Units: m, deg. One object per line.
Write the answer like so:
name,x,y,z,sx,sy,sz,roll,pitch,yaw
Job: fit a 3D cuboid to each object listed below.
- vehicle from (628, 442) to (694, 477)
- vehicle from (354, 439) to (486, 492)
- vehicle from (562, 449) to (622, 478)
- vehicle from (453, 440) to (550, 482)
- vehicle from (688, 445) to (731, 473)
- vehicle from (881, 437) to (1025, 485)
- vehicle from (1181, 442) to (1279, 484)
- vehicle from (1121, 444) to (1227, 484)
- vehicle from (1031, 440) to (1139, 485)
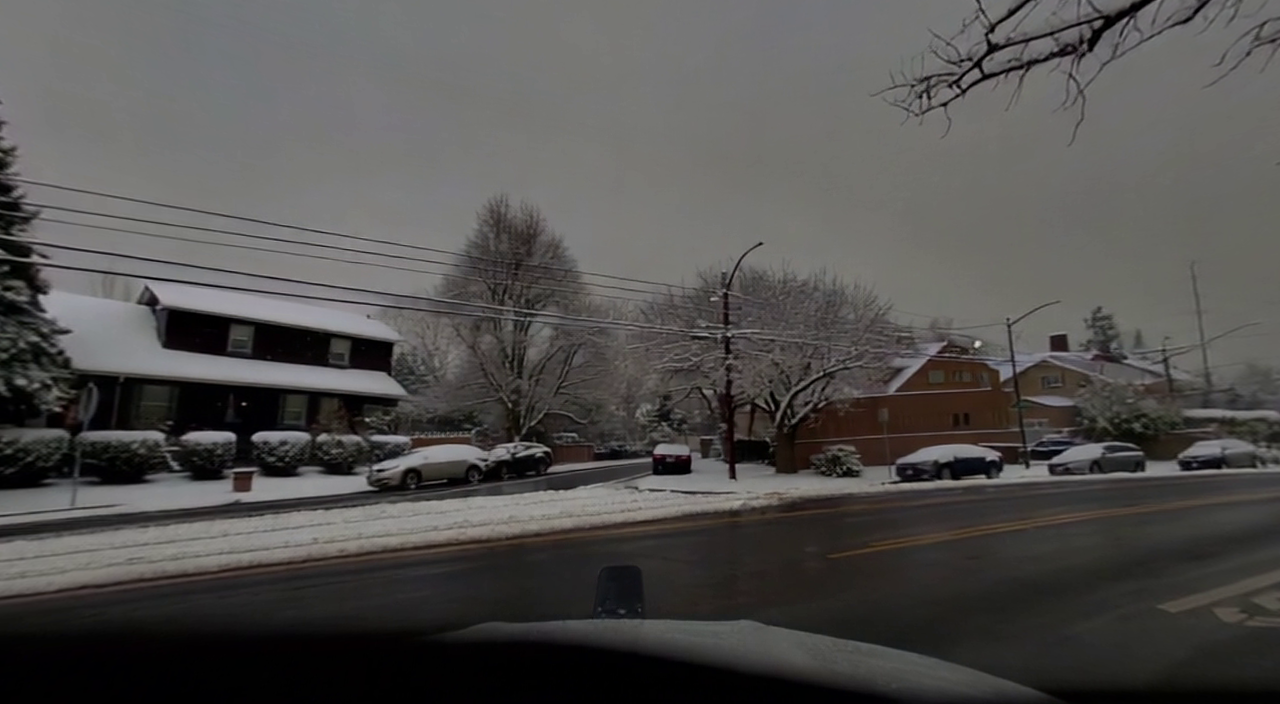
vehicle,1.097,5.219,30.892,1.981,1.579,4.446,-4,-9,19
vehicle,-8.834,4.594,26.082,2.152,1.877,5.701,-3,-9,17
vehicle,-3.242,7.691,43.835,2.287,1.830,5.343,-3,-9,18
vehicle,-6.847,5.484,32.066,2.283,1.909,5.692,-3,-9,17
vehicle,4.620,6.974,41.366,1.989,1.683,3.918,-3,-9,18
vehicle,11.839,4.194,23.891,5.197,1.431,2.136,8,-14,-27
vehicle,32.458,6.000,34.612,5.738,2.060,2.282,4,-10,-30
vehicle,27.057,5.607,31.951,5.499,1.837,2.089,4,-10,-29
vehicle,19.725,4.839,27.979,4.414,1.837,1.937,4,-10,-28
